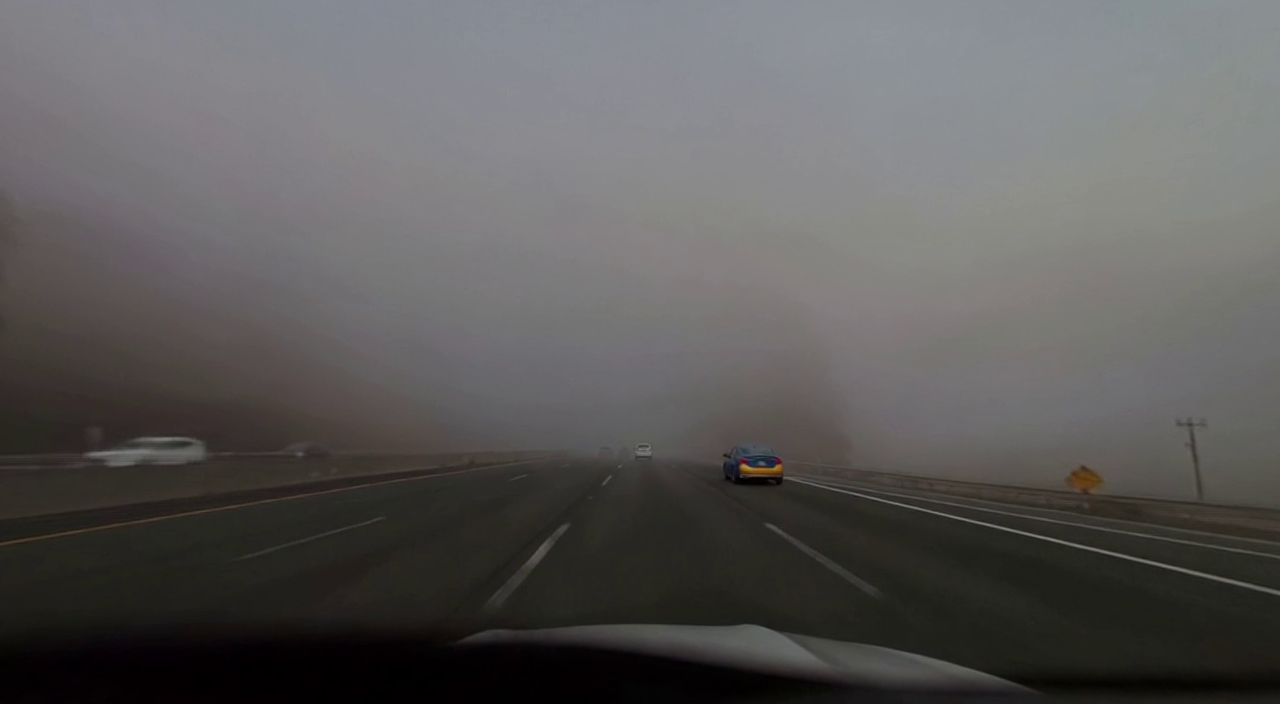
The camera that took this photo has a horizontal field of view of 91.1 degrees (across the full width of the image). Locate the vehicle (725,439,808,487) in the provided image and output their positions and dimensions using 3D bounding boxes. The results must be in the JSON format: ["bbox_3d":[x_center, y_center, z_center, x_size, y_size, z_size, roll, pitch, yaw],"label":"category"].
[{"bbox_3d":[4.385,3.920,22.541,2.008,1.524,4.598,0,-8,0],"label":"vehicle"}]

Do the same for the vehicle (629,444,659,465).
[{"bbox_3d":[0.265,7.402,45.665,2.052,1.449,3.857,0,-8,0],"label":"vehicle"}]

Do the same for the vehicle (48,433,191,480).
[{"bbox_3d":[-21.043,4.242,25.698,1.923,1.736,4.547,0,-8,0],"label":"vehicle"}]
